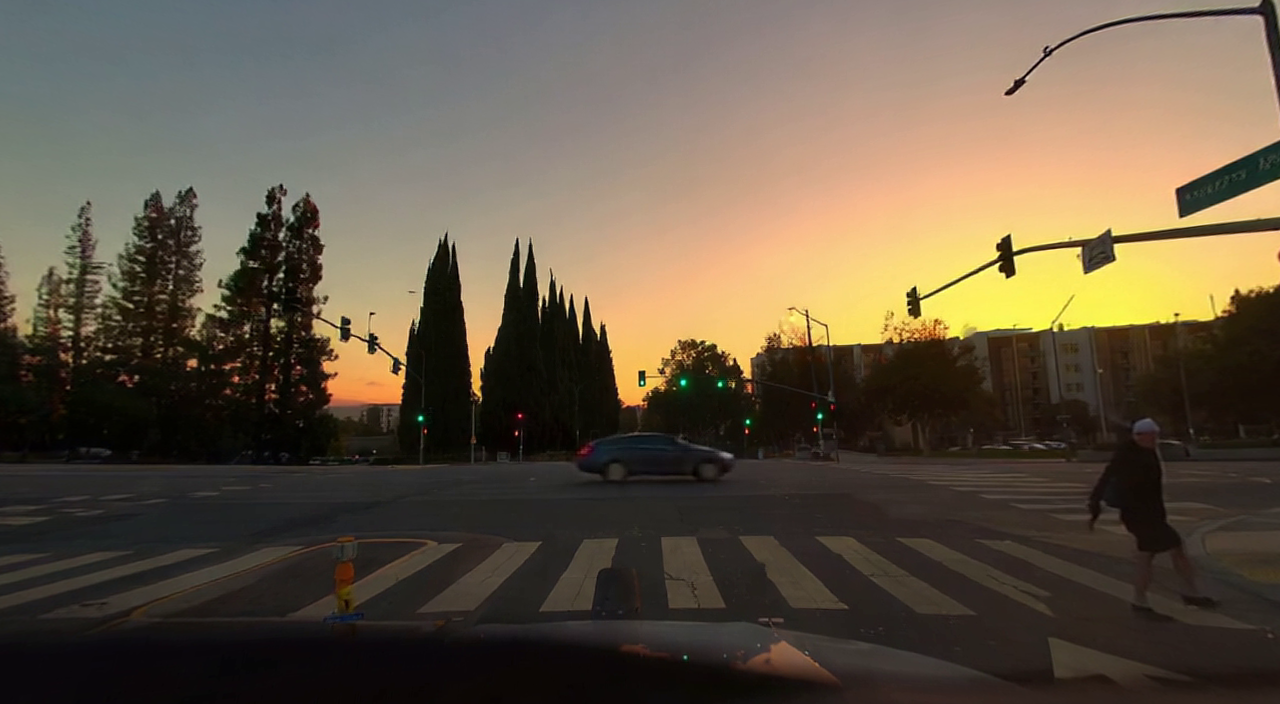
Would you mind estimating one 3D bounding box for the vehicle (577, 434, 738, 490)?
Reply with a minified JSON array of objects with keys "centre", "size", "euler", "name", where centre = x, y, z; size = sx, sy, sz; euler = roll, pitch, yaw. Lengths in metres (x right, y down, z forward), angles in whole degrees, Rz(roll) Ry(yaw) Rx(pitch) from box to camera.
[{"centre":[0.499,3.230,18.709],"size":[4.502,1.512,1.917],"euler":[0,-9,0],"name":"vehicle"}]
